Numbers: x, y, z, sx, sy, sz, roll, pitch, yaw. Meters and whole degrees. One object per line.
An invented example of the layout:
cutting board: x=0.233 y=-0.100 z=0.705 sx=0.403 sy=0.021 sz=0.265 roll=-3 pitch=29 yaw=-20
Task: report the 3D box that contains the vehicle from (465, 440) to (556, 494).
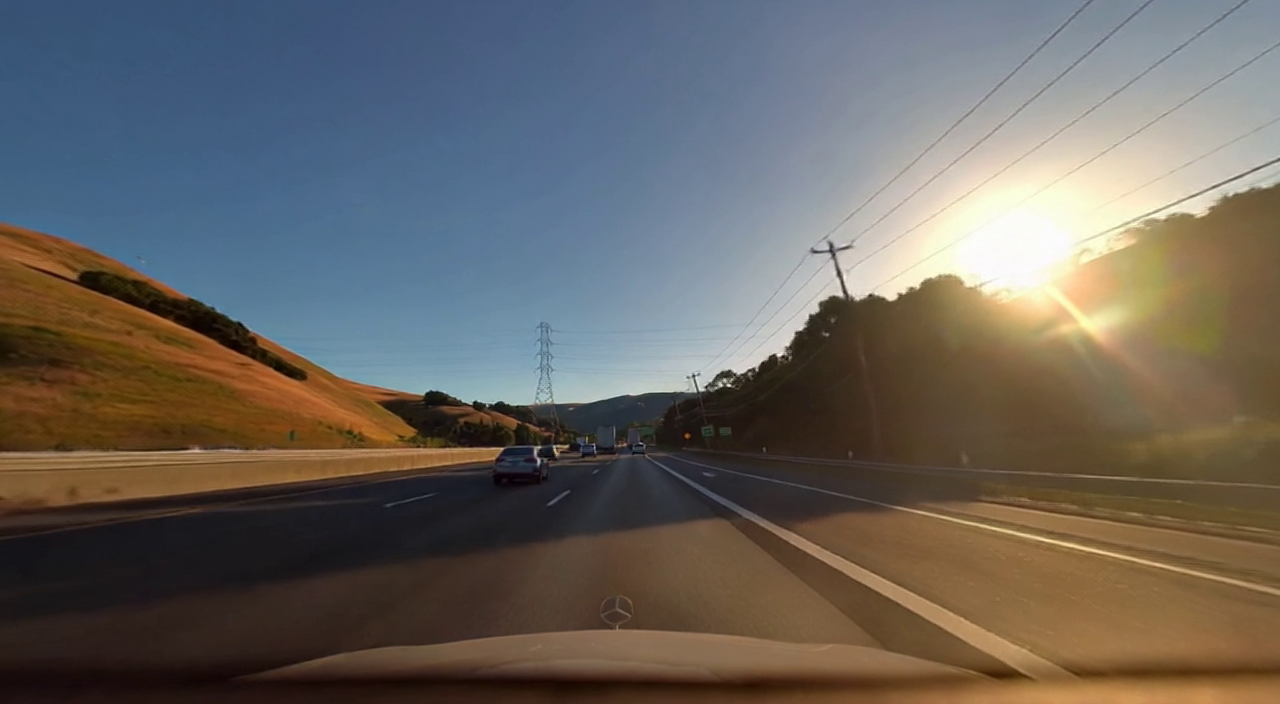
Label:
vehicle: x=-3.982 y=3.617 z=20.297 sx=1.963 sy=1.533 sz=4.477 roll=0 pitch=-8 yaw=0
